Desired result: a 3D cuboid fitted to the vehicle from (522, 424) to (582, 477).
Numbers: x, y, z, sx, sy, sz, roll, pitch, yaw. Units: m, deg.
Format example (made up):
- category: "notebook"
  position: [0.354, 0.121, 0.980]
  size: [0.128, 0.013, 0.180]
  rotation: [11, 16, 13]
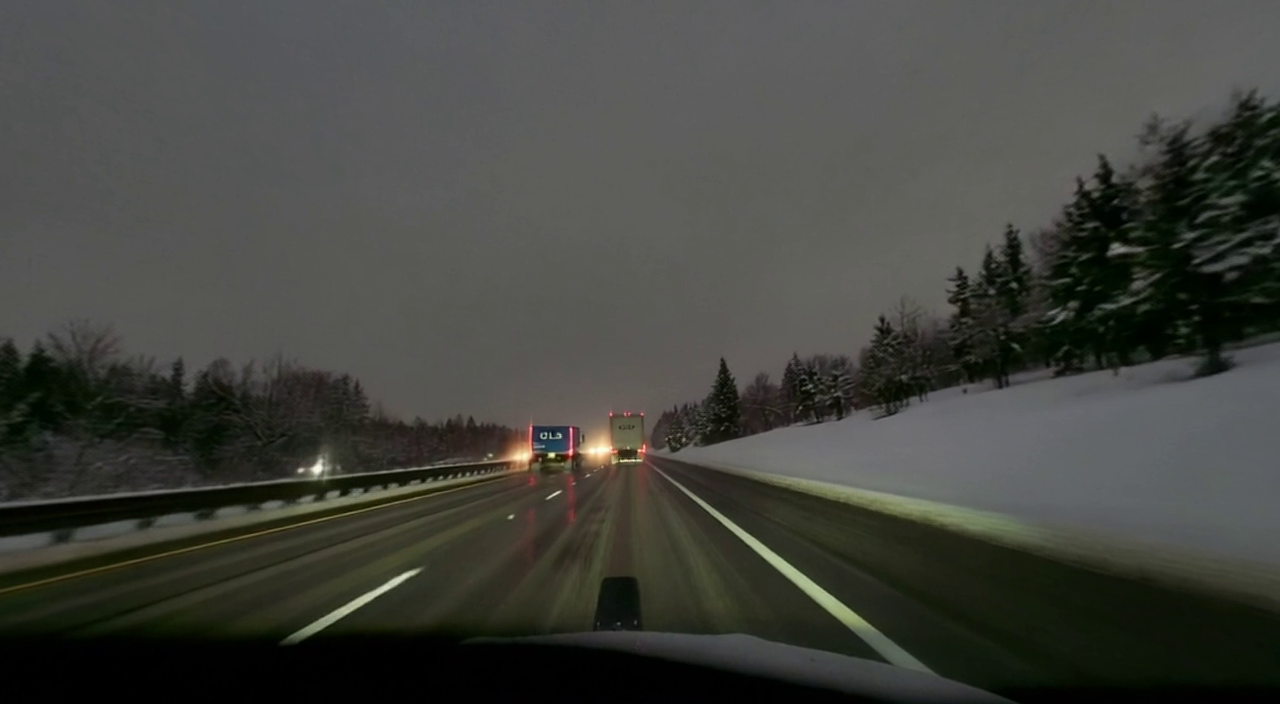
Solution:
- category: "vehicle"
  position: [-4.780, 5.491, 35.039]
  size: [2.529, 2.697, 5.935]
  rotation: [0, -9, -1]
